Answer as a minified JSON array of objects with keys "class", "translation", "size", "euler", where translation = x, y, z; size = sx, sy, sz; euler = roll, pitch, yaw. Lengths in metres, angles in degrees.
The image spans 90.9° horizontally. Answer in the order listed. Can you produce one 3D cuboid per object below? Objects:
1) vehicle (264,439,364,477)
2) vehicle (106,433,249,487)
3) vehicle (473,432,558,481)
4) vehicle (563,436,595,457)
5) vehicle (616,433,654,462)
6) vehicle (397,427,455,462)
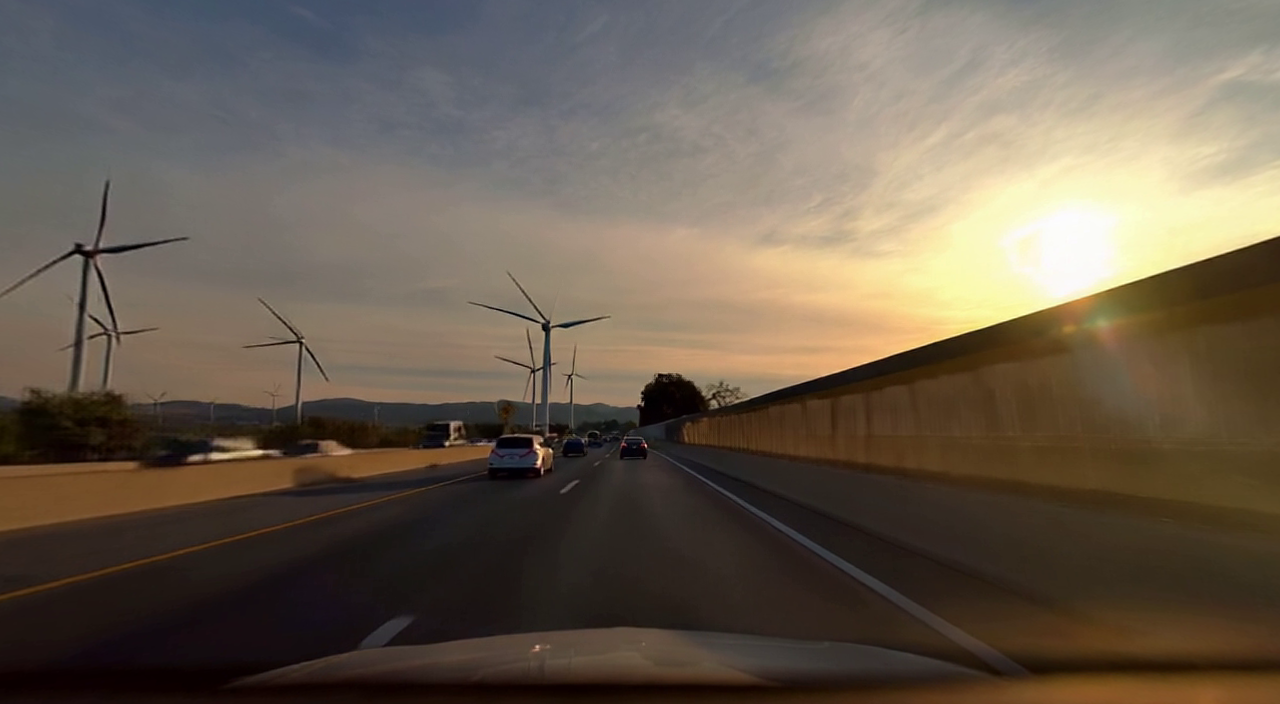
[{"class":"vehicle","translation":[-13.687,4.442,26.740],"size":[2.102,1.424,4.011],"euler":[0,-8,-1]},{"class":"vehicle","translation":[-17.955,4.162,24.840],"size":[2.109,1.898,4.672],"euler":[0,-8,-1]},{"class":"vehicle","translation":[-4.144,3.548,21.822],"size":[1.998,1.468,4.635],"euler":[0,-8,0]},{"class":"vehicle","translation":[-4.454,6.923,46.416],"size":[2.059,1.436,3.802],"euler":[0,-8,-1]},{"class":"vehicle","translation":[-0.287,5.299,35.153],"size":[2.027,1.550,3.607],"euler":[0,-8,-1]},{"class":"vehicle","translation":[-13.917,6.024,41.260],"size":[2.055,2.120,5.013],"euler":[0,-8,0]}]
